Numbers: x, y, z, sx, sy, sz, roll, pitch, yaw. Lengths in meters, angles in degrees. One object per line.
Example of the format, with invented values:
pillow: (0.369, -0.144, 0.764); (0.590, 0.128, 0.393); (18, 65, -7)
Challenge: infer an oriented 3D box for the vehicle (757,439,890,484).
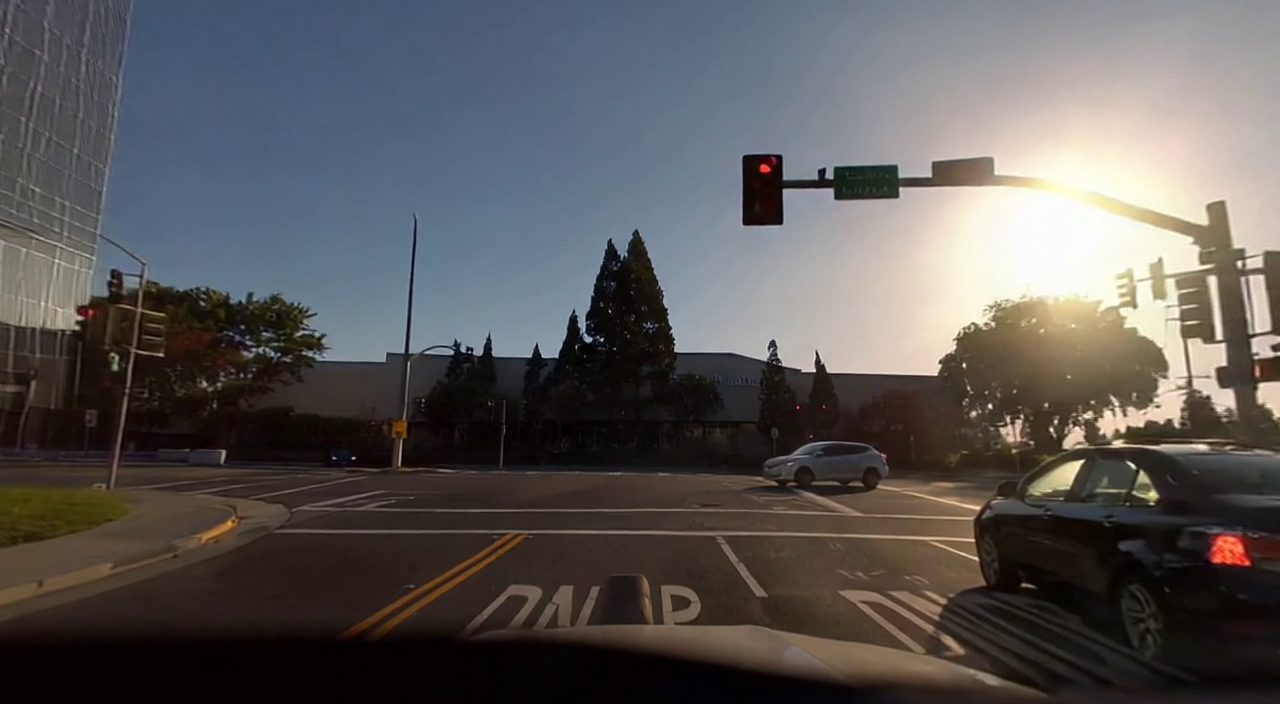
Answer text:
vehicle: (7.359, 4.360, 25.380); (4.715, 1.671, 2.030); (3, -9, -17)

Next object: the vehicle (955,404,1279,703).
vehicle: (4.187, 1.244, 4.321); (2.036, 1.583, 4.911); (-1, -8, 7)
